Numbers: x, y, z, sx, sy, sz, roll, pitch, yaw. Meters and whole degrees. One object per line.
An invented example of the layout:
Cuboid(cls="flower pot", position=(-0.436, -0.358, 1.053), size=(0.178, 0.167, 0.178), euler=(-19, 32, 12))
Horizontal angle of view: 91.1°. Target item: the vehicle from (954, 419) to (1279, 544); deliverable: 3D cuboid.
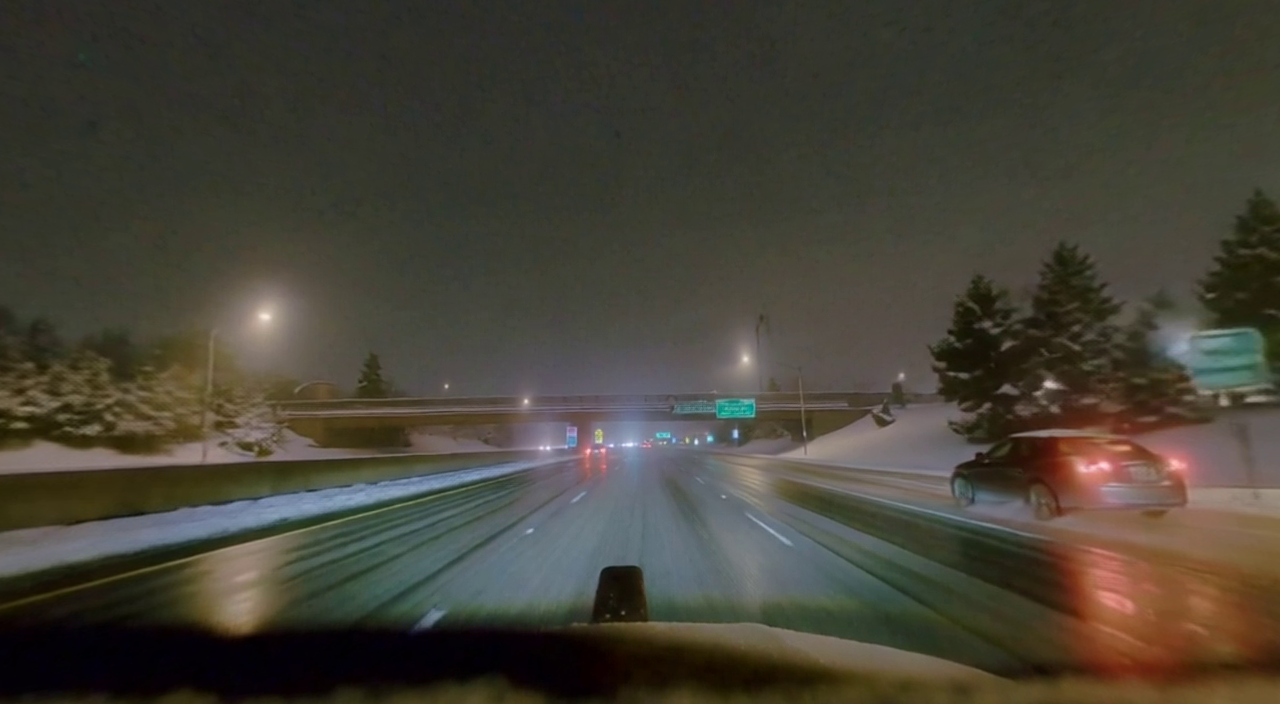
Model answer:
Cuboid(cls="vehicle", position=(7.578, 2.037, 10.610), size=(2.032, 1.601, 4.863), euler=(0, -8, 0))

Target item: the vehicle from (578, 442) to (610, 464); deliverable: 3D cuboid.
Cuboid(cls="vehicle", position=(-3.460, 7.689, 47.901), size=(2.055, 1.533, 4.604), euler=(0, -8, 1))
